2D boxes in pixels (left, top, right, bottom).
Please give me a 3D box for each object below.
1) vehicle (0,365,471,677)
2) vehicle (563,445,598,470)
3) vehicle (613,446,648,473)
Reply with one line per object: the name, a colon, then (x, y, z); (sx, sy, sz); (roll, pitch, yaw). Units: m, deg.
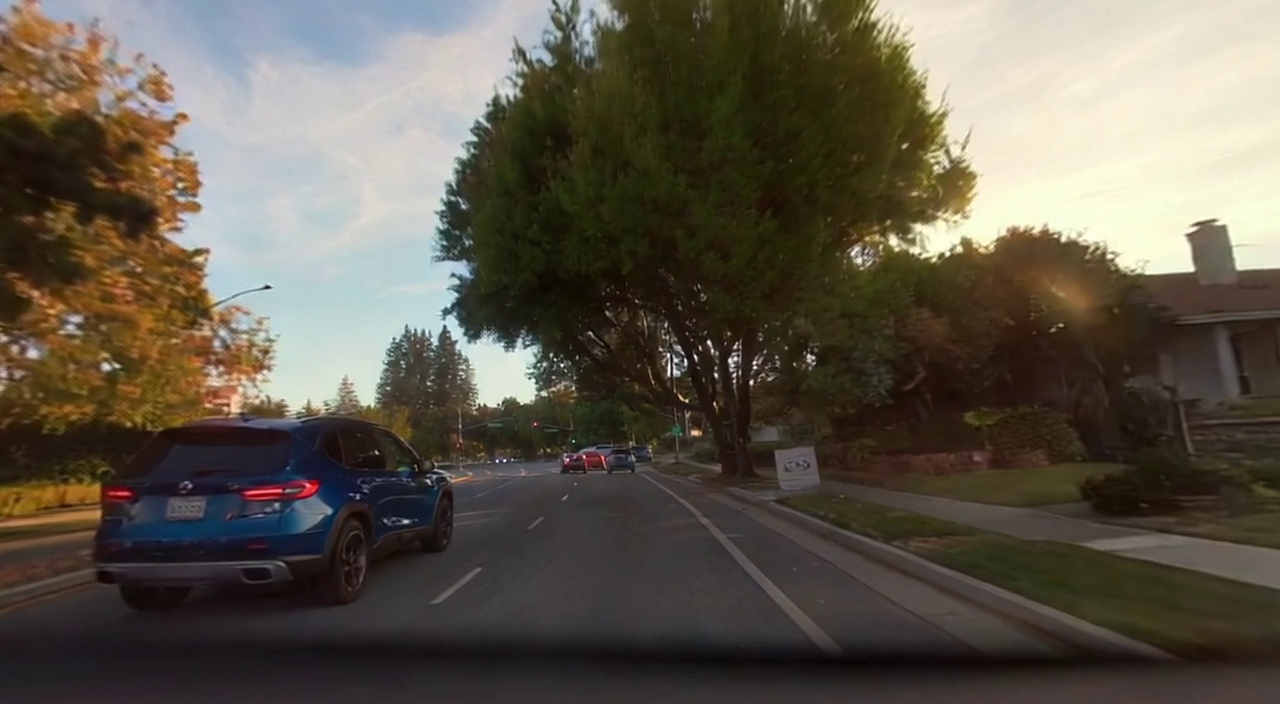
vehicle: (-3.693, 1.465, 6.846); (2.276, 1.960, 5.561); (0, -8, -1)
vehicle: (-4.178, 7.514, 45.100); (2.002, 1.688, 4.084); (0, -8, 1)
vehicle: (-0.577, 6.413, 37.870); (2.016, 1.470, 3.784); (0, -8, -1)
